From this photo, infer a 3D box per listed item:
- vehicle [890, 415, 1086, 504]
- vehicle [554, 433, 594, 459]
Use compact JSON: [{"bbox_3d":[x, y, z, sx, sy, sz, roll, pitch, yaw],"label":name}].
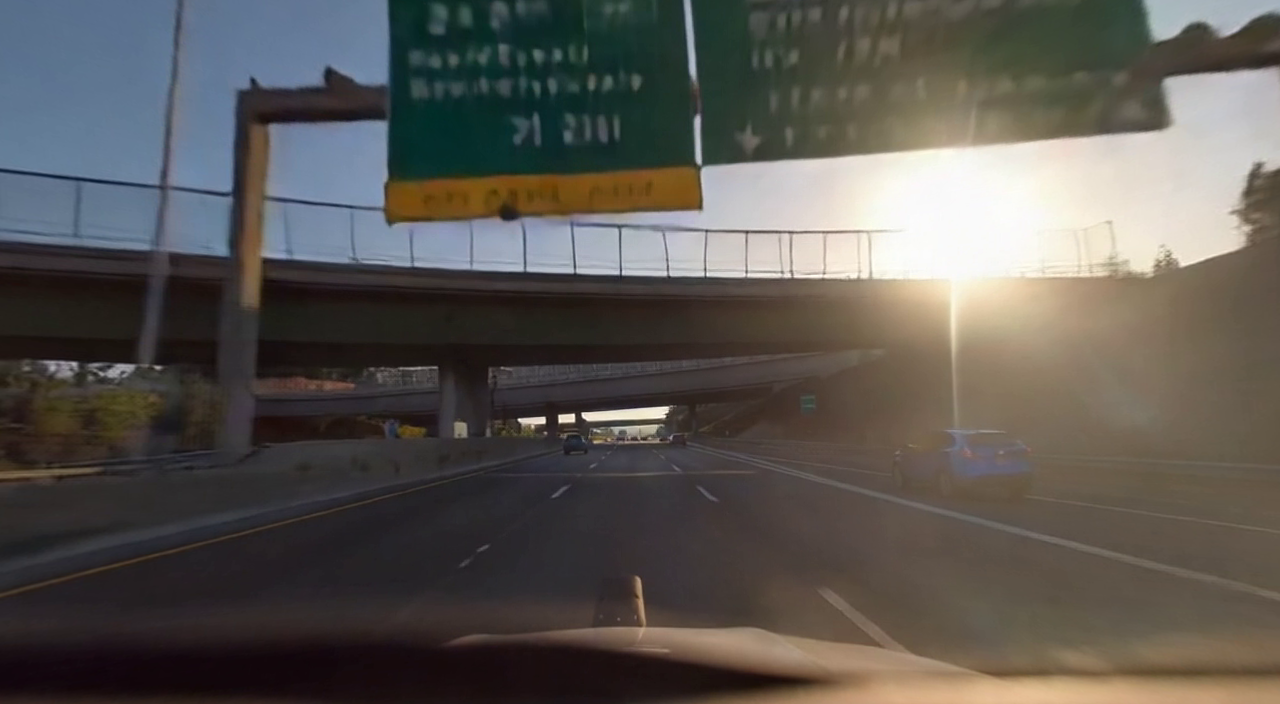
[{"bbox_3d":[7.303,2.276,13.769,1.956,1.634,3.935,0,-8,-1],"label":"vehicle"},{"bbox_3d":[-3.967,5.688,38.296,2.032,1.465,4.316,0,-8,-1],"label":"vehicle"}]
